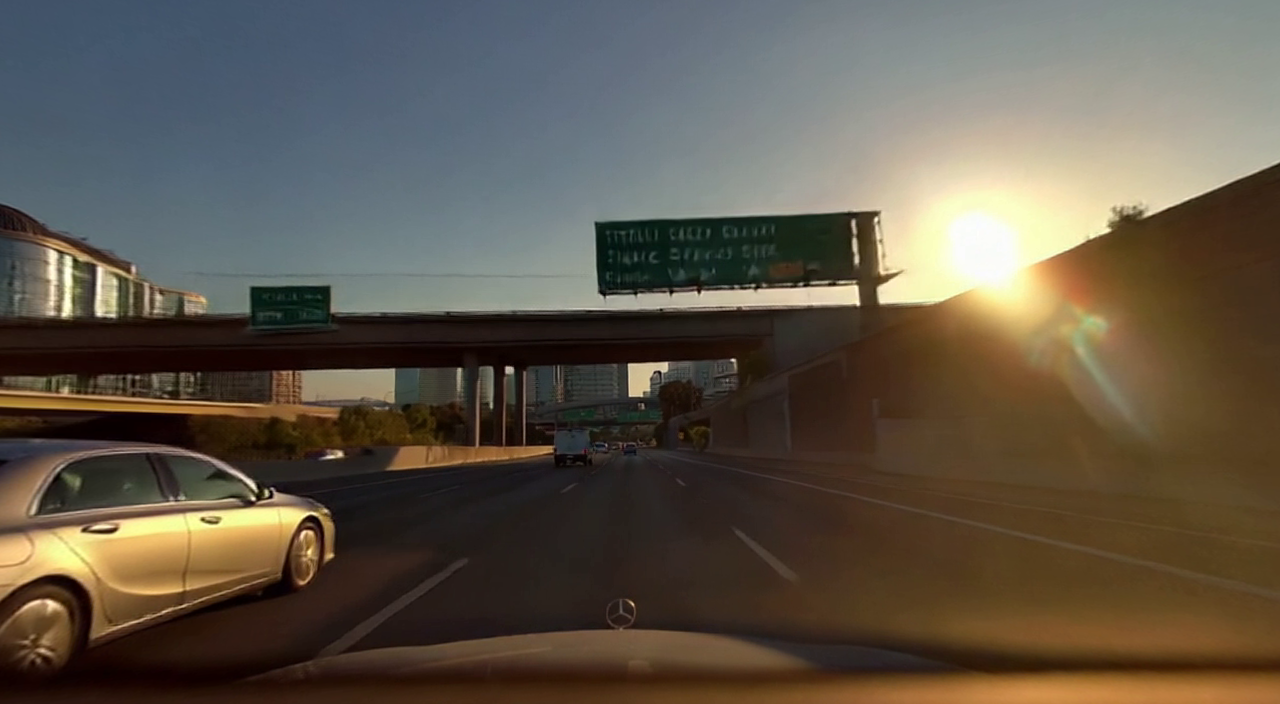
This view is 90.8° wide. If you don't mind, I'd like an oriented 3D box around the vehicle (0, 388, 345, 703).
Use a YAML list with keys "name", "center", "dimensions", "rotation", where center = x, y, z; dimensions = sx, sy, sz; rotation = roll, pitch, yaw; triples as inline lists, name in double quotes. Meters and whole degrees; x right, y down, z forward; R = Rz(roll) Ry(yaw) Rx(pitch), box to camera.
- name: "vehicle"
  center: [-3.828, 1.066, 3.607]
  dimensions: [2.025, 1.556, 4.594]
  rotation: [0, -8, 0]

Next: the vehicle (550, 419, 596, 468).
- name: "vehicle"
  center: [-4.301, 6.066, 41.721]
  dimensions: [2.364, 2.953, 6.732]
  rotation: [0, -8, -1]
